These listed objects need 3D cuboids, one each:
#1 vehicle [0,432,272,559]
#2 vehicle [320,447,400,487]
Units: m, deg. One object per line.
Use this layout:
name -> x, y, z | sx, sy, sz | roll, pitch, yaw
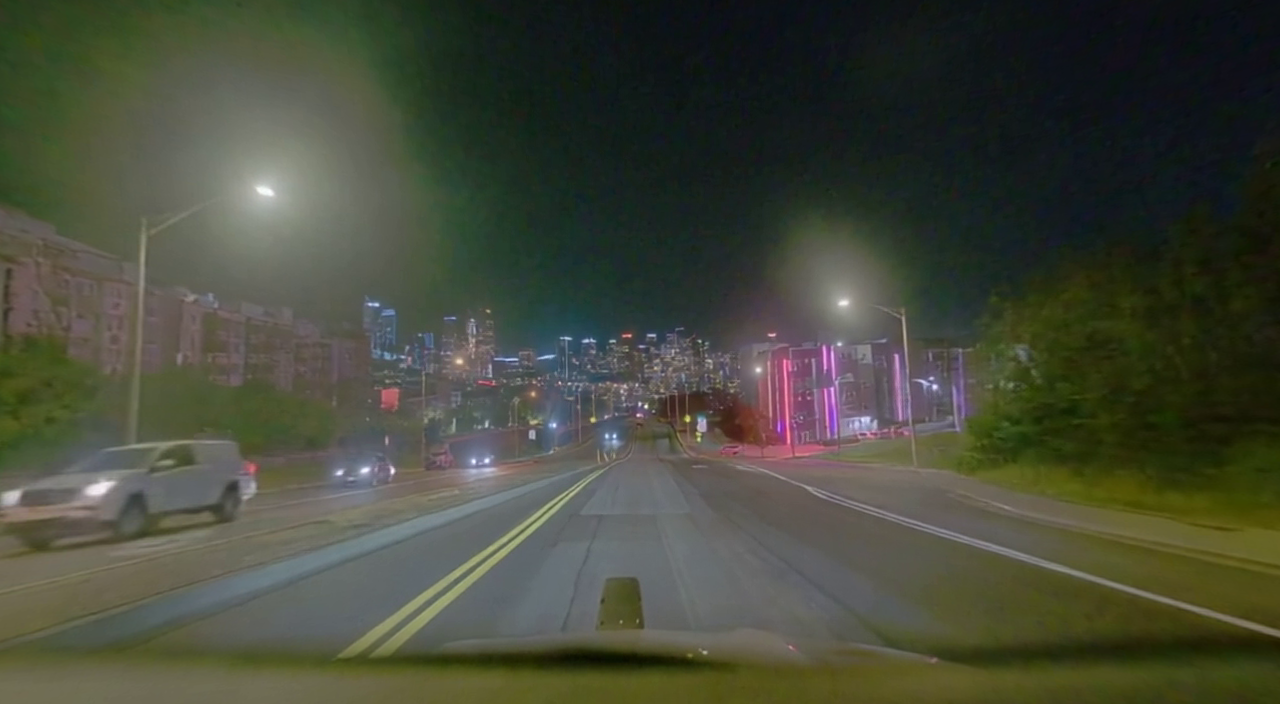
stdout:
vehicle -> -9.244, 2.498, 11.864 | 2.112, 1.873, 4.717 | 1, -8, -5
vehicle -> -12.061, 4.941, 27.598 | 2.145, 1.559, 4.967 | 2, -9, -11
